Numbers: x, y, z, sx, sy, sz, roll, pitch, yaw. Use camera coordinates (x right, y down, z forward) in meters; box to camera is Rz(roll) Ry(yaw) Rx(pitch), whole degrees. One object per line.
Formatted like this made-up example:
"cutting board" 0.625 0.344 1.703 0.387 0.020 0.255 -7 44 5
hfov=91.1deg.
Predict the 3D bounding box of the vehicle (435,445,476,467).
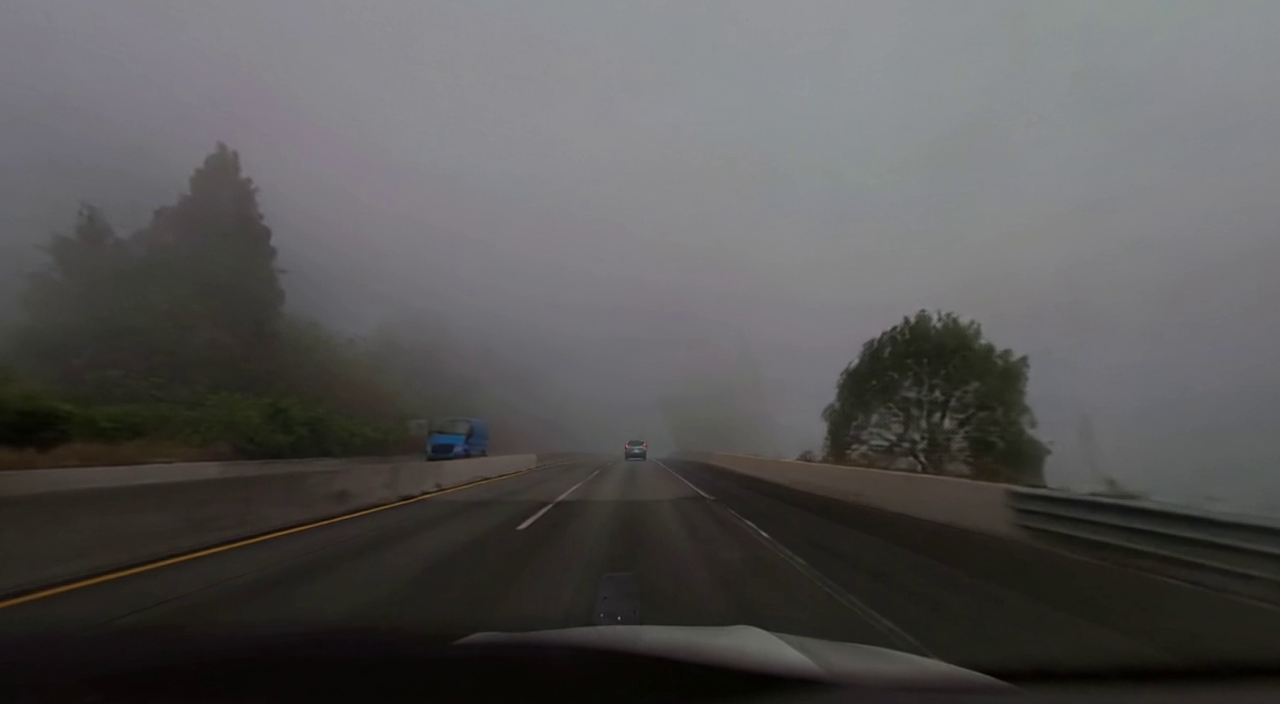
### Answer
"vehicle" -14.482 8.185 49.579 1.918 1.609 4.302 0 -8 1
